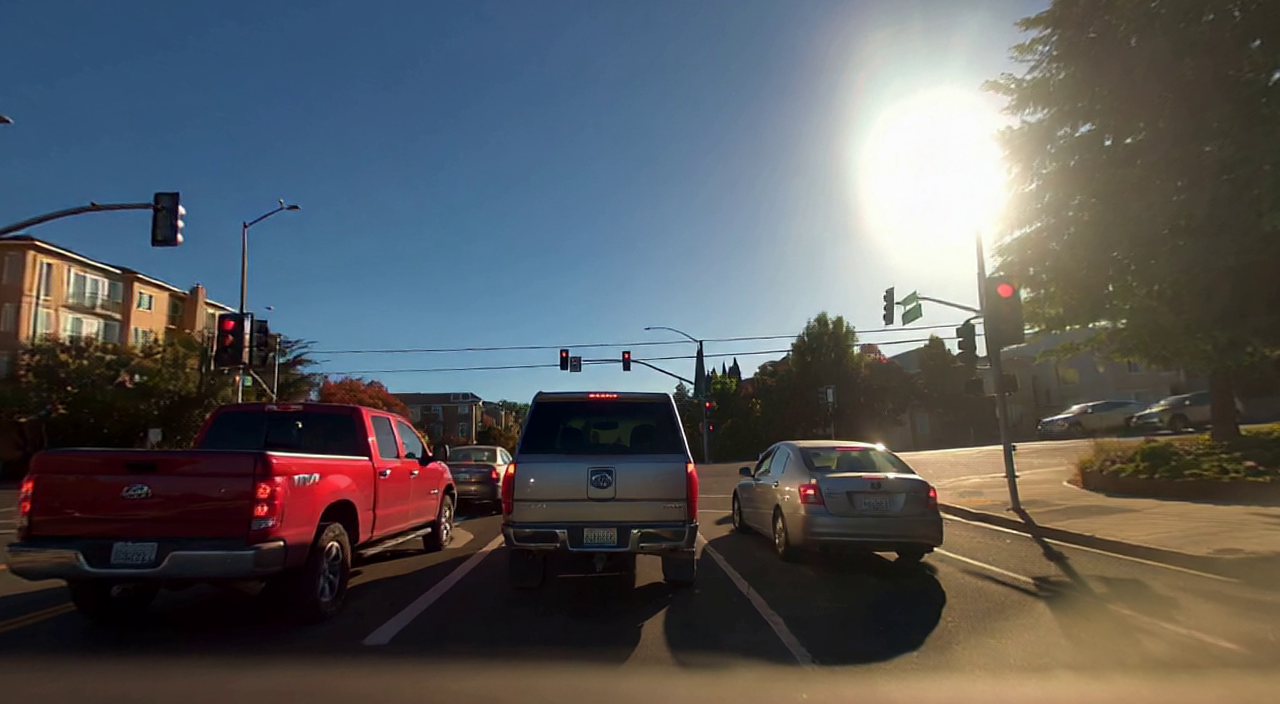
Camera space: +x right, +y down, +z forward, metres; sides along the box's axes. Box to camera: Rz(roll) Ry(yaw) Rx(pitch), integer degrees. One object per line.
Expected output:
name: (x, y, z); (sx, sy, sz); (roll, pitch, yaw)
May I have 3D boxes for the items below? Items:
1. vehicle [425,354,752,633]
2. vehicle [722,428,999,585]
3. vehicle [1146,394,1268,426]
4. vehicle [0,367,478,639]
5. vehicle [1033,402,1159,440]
vehicle: (-0.397, 1.314, 6.751); (2.282, 1.964, 4.421); (0, -9, -1)
vehicle: (2.405, 1.815, 8.307); (2.016, 1.481, 4.336); (0, -9, -1)
vehicle: (29.265, 3.043, 32.698); (4.540, 1.543, 1.803); (0, -9, 0)
vehicle: (-3.466, 1.396, 6.927); (2.146, 1.828, 5.148); (0, -9, -2)
vehicle: (23.327, 3.585, 32.489); (4.721, 1.866, 2.188); (0, -9, 2)
